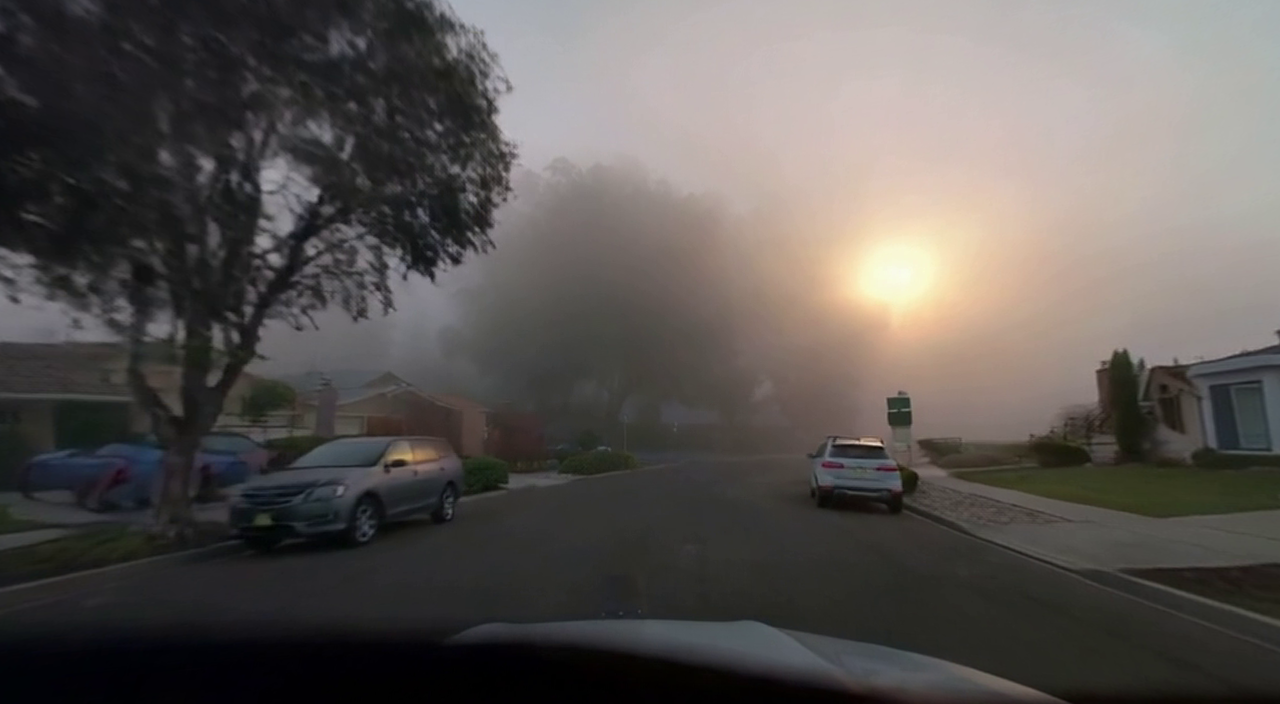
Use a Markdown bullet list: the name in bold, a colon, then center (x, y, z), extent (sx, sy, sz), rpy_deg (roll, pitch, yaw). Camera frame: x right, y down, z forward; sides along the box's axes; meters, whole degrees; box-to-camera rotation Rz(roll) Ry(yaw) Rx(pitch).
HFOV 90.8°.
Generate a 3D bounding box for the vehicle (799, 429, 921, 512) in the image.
- **vehicle**: center (5.034, 2.748, 15.194), extent (2.075, 1.657, 4.648), rpy_deg (-2, -9, 11)

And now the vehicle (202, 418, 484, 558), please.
- **vehicle**: center (-4.455, 2.072, 10.502), extent (2.041, 1.762, 4.508), rpy_deg (-3, -8, 8)

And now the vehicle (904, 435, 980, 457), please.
- **vehicle**: center (21.488, 6.749, 45.173), extent (4.554, 1.521, 1.937), rpy_deg (-2, -9, 16)
